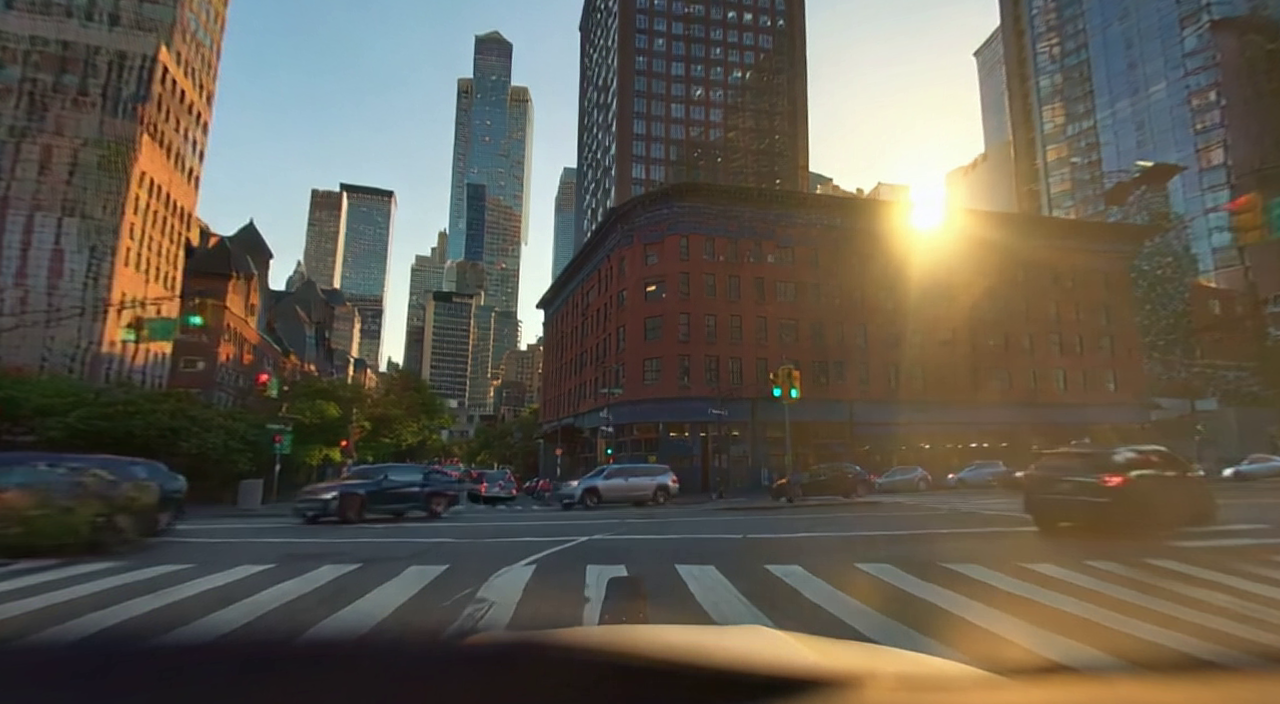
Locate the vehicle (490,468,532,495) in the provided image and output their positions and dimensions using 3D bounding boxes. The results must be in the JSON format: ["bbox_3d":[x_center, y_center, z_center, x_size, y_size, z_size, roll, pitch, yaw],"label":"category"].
[{"bbox_3d":[-9.463,9.498,46.599,1.950,1.768,4.396,-1,-9,2],"label":"vehicle"}]

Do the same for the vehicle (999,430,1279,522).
[{"bbox_3d":[11.036,2.641,13.922,5.072,1.746,2.328,2,-9,-14],"label":"vehicle"}]

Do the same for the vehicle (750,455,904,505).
[{"bbox_3d":[6.448,4.437,22.115,4.749,1.624,1.926,0,-9,-3],"label":"vehicle"}]

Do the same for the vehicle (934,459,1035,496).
[{"bbox_3d":[18.668,6.795,34.292,4.289,1.875,1.963,0,-9,-2],"label":"vehicle"}]

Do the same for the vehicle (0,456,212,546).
[{"bbox_3d":[-12.715,3.215,14.264,1.969,1.674,4.748,-3,-9,15],"label":"vehicle"}]

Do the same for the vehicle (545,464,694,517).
[{"bbox_3d":[-0.613,4.323,20.107,4.371,1.439,1.818,5,-11,-31],"label":"vehicle"}]

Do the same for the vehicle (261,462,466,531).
[{"bbox_3d":[-7.247,3.776,17.130,1.891,1.502,4.766,-6,-11,32],"label":"vehicle"}]
